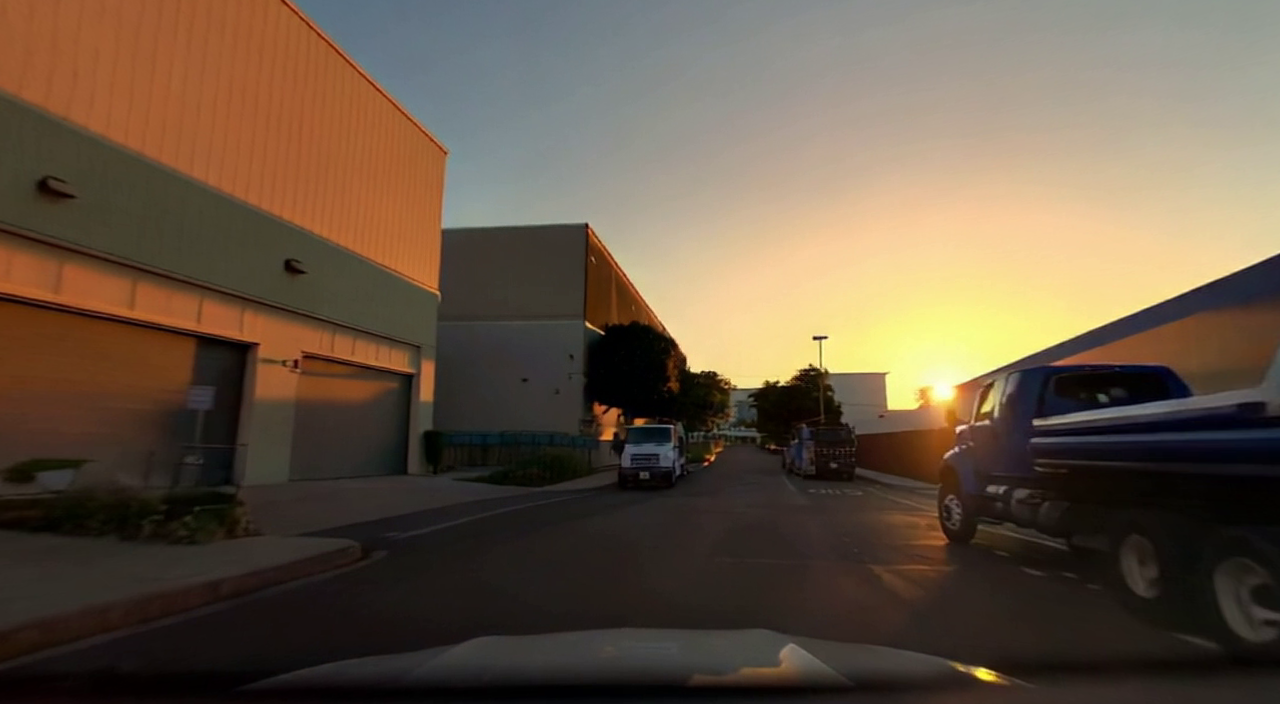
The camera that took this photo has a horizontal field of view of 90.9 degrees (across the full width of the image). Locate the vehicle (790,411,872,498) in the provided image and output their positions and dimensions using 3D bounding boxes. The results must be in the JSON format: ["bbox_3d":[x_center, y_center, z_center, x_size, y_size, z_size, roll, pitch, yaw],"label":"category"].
[{"bbox_3d":[11.838,6.416,40.276,3.132,4.690,11.286,-1,-8,8],"label":"vehicle"}]

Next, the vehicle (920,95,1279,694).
[{"bbox_3d":[6.974,0.794,8.025,2.966,4.658,11.455,-1,-8,8],"label":"vehicle"}]

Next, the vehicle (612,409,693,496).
[{"bbox_3d":[0.913,5.539,35.279,3.111,4.217,7.722,-2,-8,12],"label":"vehicle"}]
